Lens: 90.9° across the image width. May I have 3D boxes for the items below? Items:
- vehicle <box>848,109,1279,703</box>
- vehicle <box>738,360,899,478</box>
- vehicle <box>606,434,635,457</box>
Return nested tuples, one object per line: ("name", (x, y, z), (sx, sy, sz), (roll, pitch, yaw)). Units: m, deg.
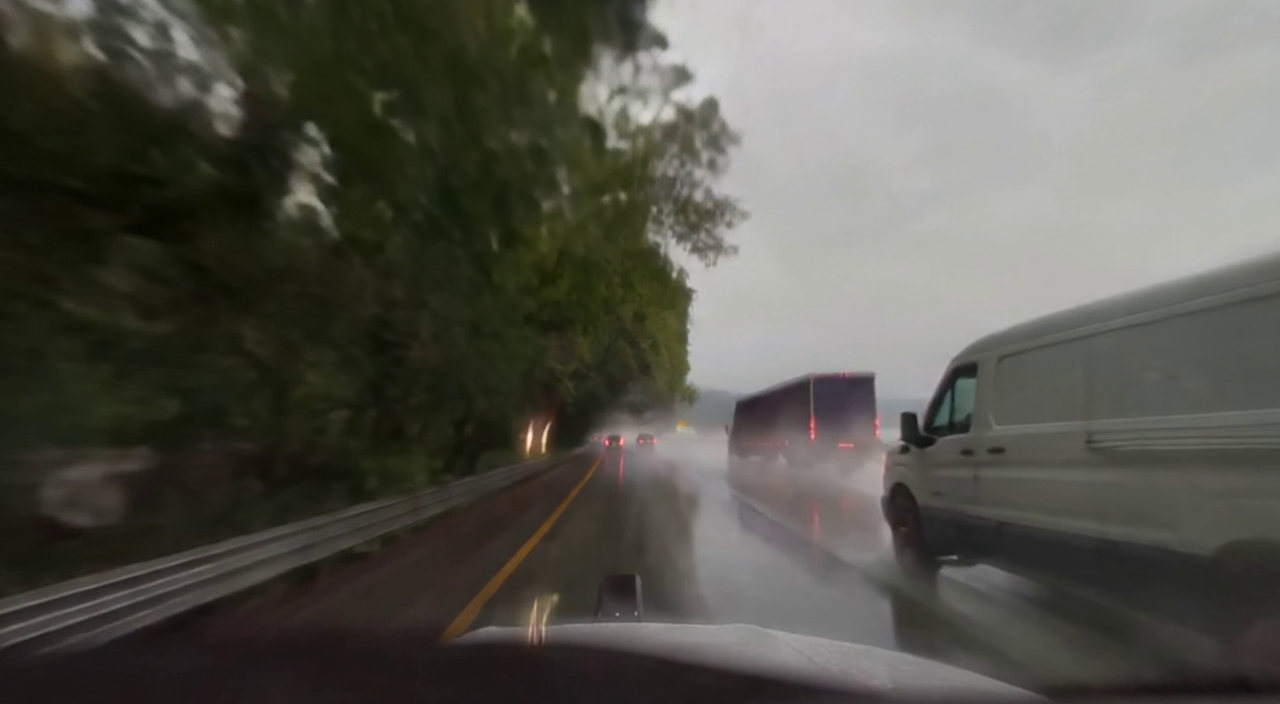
("vehicle", (3.442, 0.593, 3.632), (2.436, 2.521, 5.409), (0, -8, -2))
("vehicle", (7.301, 3.277, 29.093), (2.888, 4.093, 14.227), (0, -8, -2))
("vehicle", (-1.501, 7.019, 47.476), (2.088, 1.671, 4.068), (0, -8, -2))
